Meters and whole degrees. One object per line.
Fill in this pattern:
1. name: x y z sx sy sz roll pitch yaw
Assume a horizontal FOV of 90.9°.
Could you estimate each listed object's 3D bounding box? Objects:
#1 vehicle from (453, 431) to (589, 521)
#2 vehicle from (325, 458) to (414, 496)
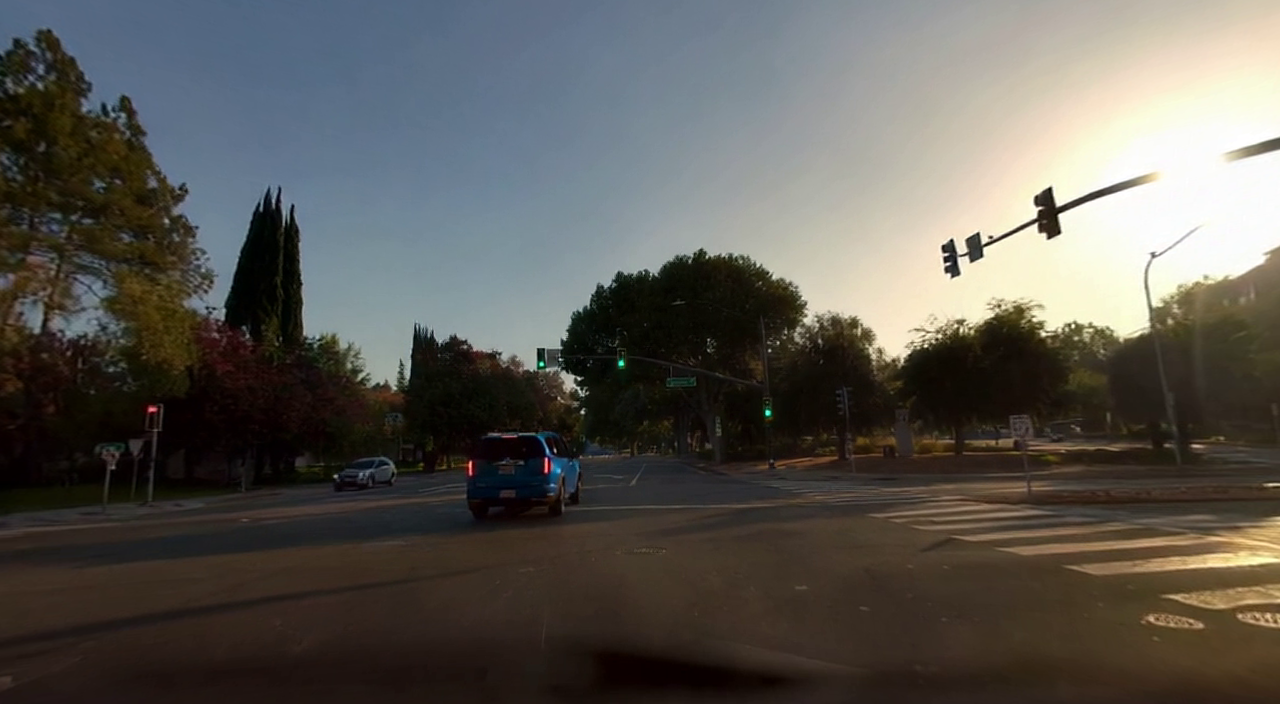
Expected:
1. vehicle: -2.579 2.822 14.937 2.123 1.799 4.425 -1 -8 3
2. vehicle: -12.153 5.609 28.635 1.980 1.452 4.318 0 -8 2
